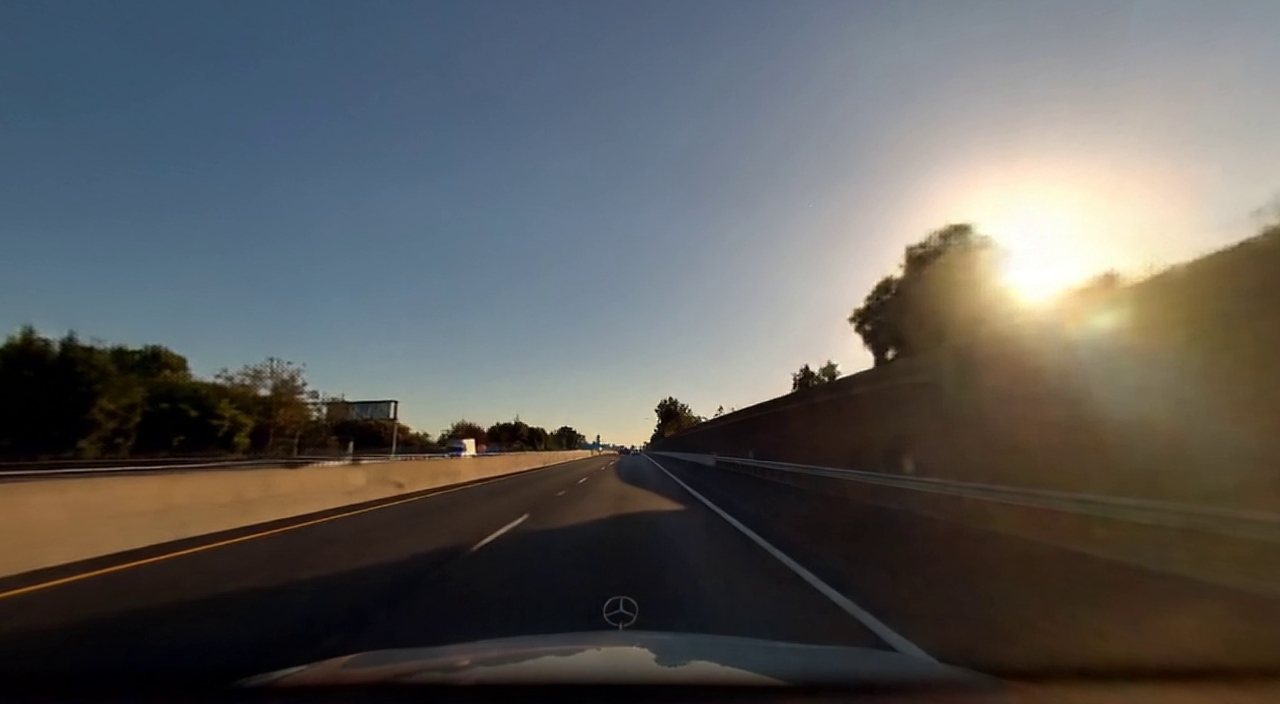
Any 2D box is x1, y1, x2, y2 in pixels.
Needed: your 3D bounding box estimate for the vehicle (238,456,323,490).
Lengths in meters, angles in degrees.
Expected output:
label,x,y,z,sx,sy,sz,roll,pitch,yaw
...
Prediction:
label,x,y,z,sx,sy,sz,roll,pitch,yaw
vehicle,-17.380,5.844,30.520,1.779,1.498,3.922,0,-9,0
